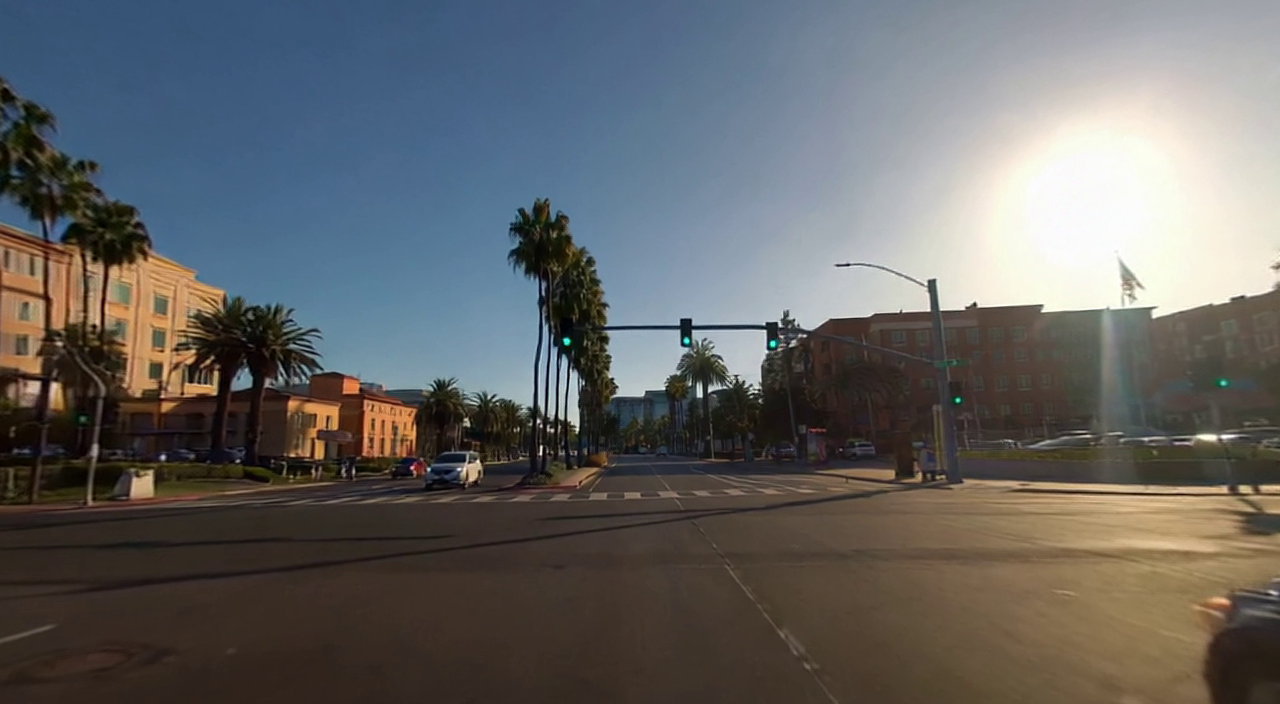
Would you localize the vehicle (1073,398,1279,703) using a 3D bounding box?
[{"bbox_3d":[3.168,0.719,0.889,1.997,1.473,4.282,0,-8,-1],"label":"vehicle"}]

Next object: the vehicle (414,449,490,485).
[{"bbox_3d":[-8.673,5.317,29.602,2.095,1.482,4.523,0,-8,1],"label":"vehicle"}]
